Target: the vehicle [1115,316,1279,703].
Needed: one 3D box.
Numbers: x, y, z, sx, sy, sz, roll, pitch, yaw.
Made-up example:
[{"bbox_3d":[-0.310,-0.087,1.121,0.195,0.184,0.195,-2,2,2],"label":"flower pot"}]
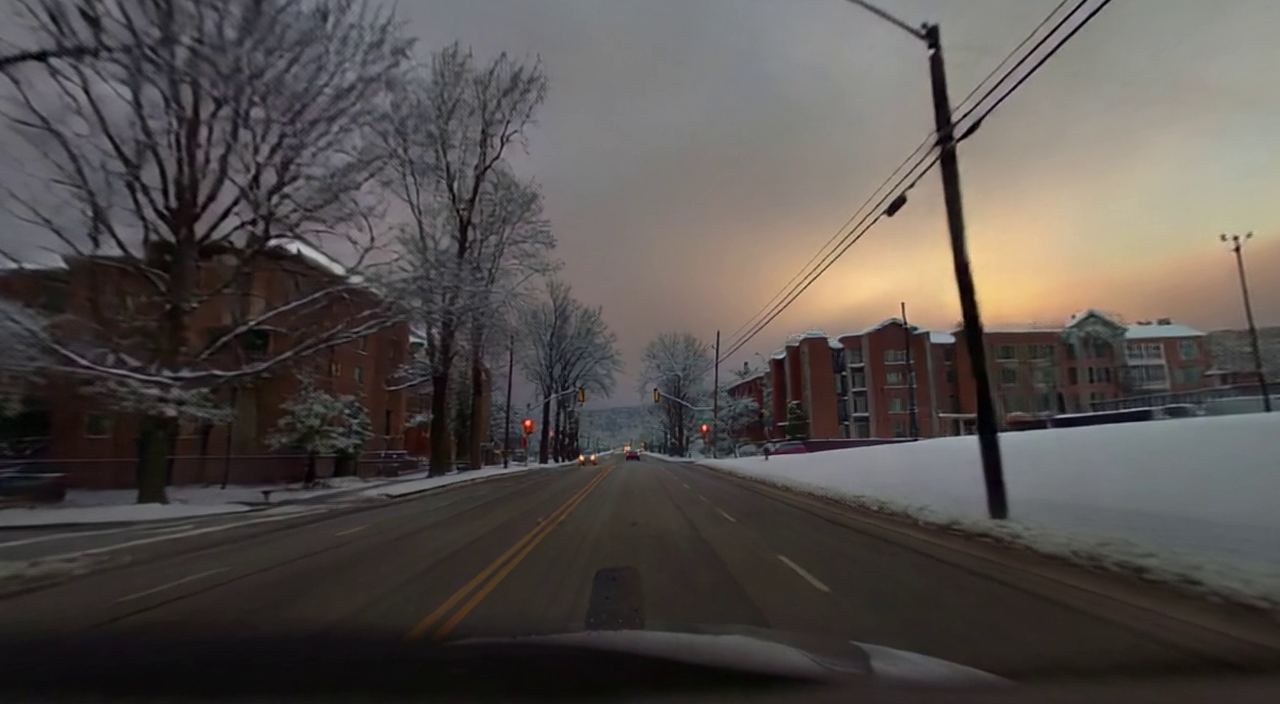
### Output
[{"bbox_3d":[3.231,0.508,0.268,2.224,1.791,4.834,0,-9,-1],"label":"vehicle"}]
